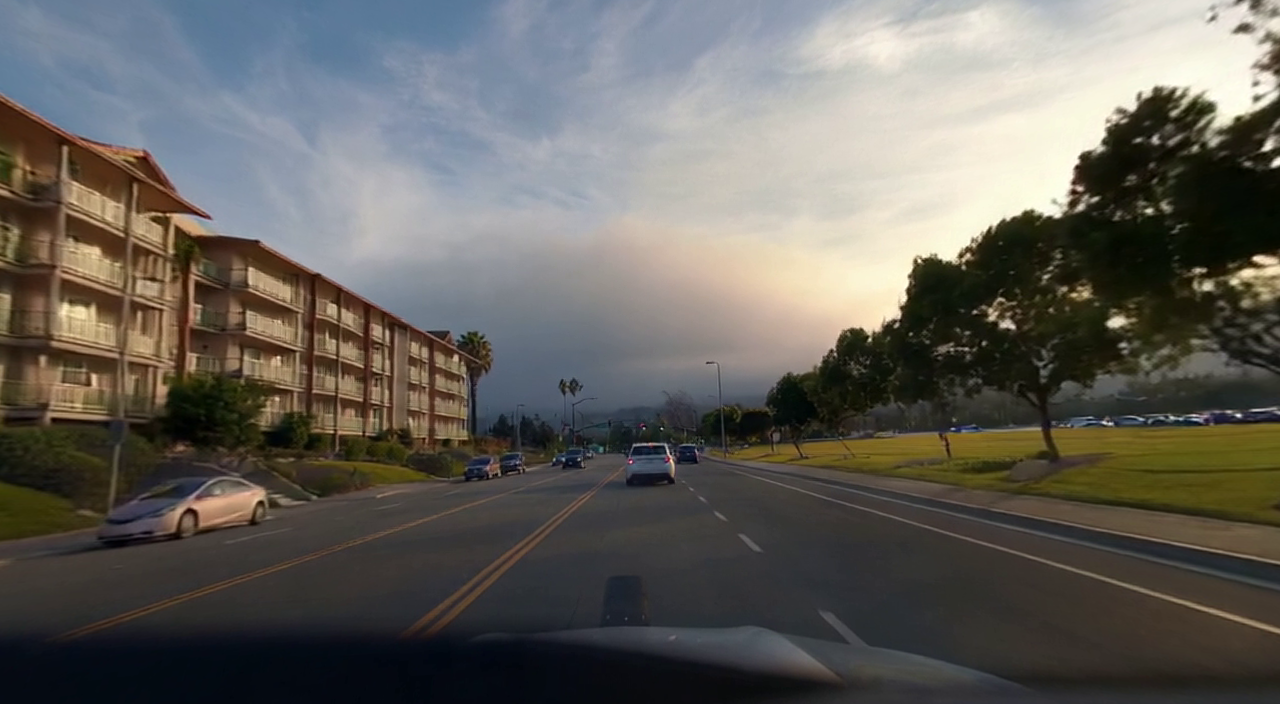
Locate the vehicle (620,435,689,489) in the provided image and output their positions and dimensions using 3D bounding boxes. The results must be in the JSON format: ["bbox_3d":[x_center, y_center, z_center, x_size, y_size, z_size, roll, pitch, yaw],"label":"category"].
[{"bbox_3d":[0.421,3.686,21.385,2.132,1.632,3.838,-1,-8,-1],"label":"vehicle"}]

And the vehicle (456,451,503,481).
[{"bbox_3d":[-10.087,7.173,39.866,1.932,1.607,4.191,-4,-8,-2],"label":"vehicle"}]

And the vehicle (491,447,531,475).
[{"bbox_3d":[-9.963,8.440,48.987,2.032,1.833,4.465,-4,-8,1],"label":"vehicle"}]

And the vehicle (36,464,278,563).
[{"bbox_3d":[-10.440,3.451,14.149,1.955,1.467,4.467,-7,-9,0],"label":"vehicle"}]
